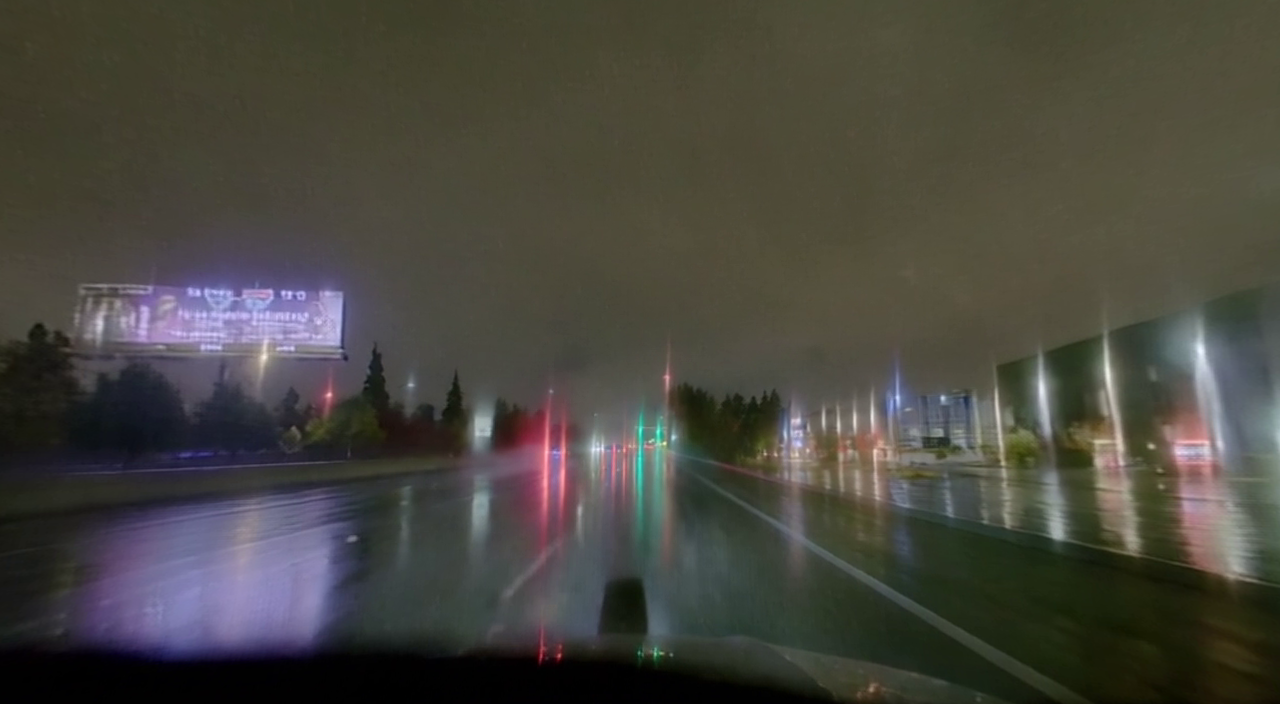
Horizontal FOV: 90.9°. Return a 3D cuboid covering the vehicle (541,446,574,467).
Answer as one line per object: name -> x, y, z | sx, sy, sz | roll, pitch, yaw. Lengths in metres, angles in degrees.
vehicle -> -6.285, 7.991, 48.422 | 1.936, 1.462, 4.388 | -1, -8, 1
